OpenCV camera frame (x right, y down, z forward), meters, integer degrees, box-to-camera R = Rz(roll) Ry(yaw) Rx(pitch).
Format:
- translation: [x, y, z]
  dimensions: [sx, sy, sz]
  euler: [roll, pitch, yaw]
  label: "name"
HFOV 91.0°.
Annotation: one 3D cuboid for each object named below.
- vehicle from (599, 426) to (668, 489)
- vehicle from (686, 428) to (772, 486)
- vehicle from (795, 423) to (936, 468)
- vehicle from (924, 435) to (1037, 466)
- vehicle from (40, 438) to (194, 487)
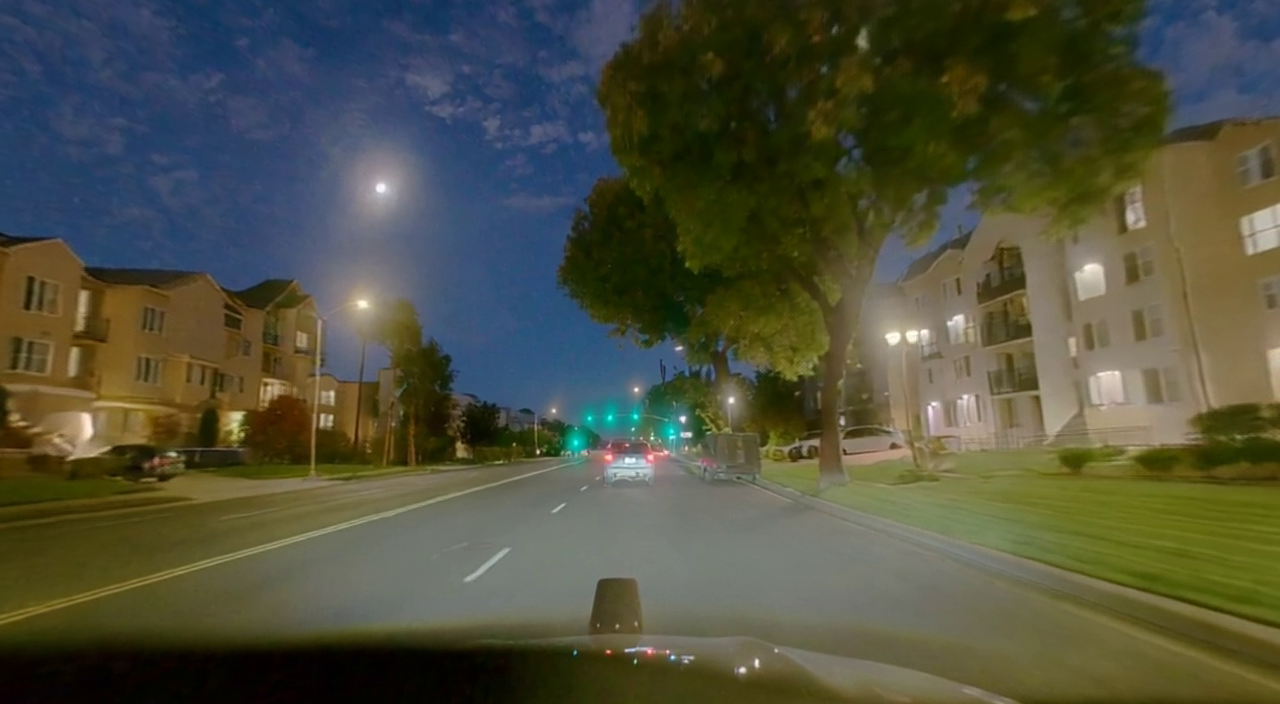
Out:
- translation: [-0.261, 3.427, 20.720]
  dimensions: [1.994, 1.810, 5.057]
  euler: [0, -9, -2]
  label: "vehicle"
- translation: [3.164, 3.880, 23.531]
  dimensions: [2.416, 1.922, 5.023]
  euler: [0, -9, -1]
  label: "vehicle"
- translation: [10.549, 4.433, 29.875]
  dimensions: [5.709, 2.017, 2.435]
  euler: [0, -9, -2]
  label: "vehicle"
- translation: [16.176, 4.717, 30.062]
  dimensions: [4.317, 1.420, 1.828]
  euler: [0, -9, 1]
  label: "vehicle"
- translation: [-21.684, 4.572, 26.453]
  dimensions: [2.196, 1.820, 4.955]
  euler: [0, -9, 0]
  label: "vehicle"
